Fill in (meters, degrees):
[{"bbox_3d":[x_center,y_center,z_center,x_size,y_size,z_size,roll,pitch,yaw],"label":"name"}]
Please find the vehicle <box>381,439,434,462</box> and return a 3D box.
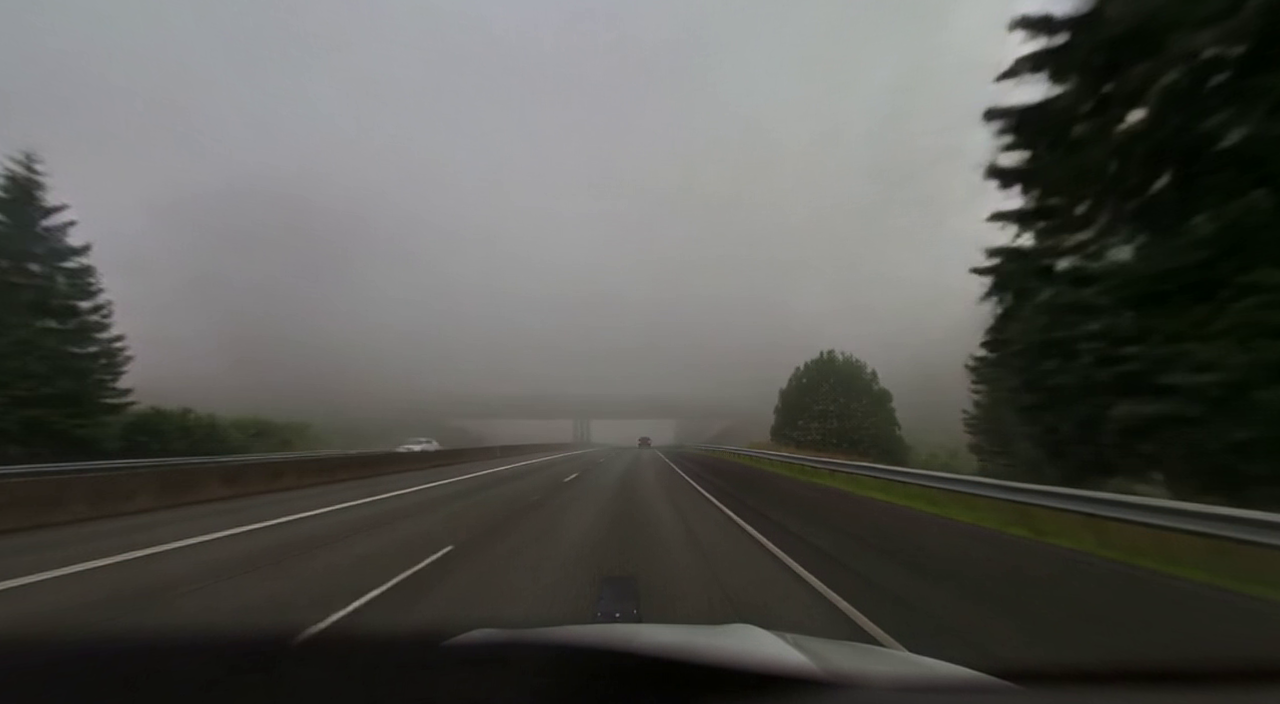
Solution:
[{"bbox_3d":[-15.913,6.718,43.252,1.838,1.467,4.576,-1,-8,1],"label":"vehicle"}]
